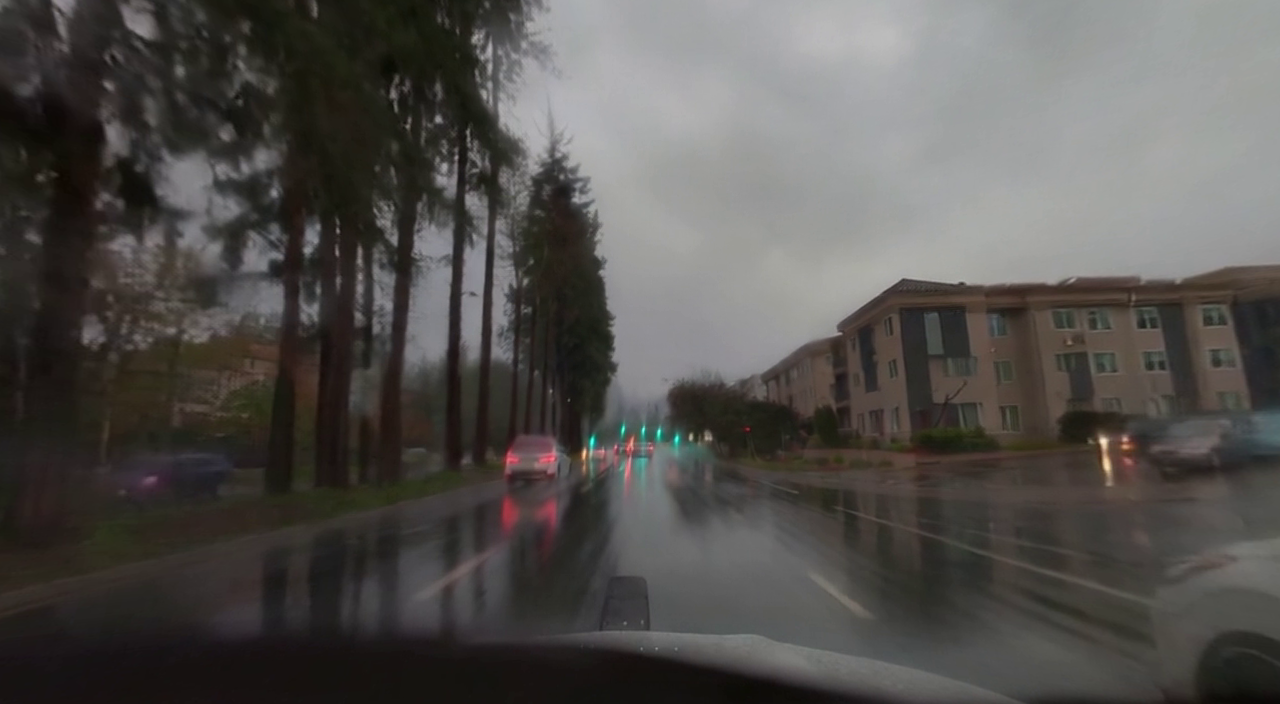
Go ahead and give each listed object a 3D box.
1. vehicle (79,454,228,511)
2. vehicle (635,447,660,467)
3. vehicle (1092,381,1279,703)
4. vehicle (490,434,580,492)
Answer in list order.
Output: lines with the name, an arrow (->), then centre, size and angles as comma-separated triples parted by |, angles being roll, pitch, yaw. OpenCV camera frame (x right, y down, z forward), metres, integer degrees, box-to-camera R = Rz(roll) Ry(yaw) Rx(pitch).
vehicle -> -17.431, 4.643, 22.919 | 1.899, 1.790, 4.340 | 0, -8, 0
vehicle -> 0.625, 8.298, 49.961 | 1.940, 1.501, 4.133 | 0, -8, 1
vehicle -> 3.188, 0.676, 0.881 | 1.945, 1.530, 4.320 | 0, -8, 1
vehicle -> -3.611, 3.940, 22.777 | 2.216, 1.828, 4.886 | 0, -8, 2
